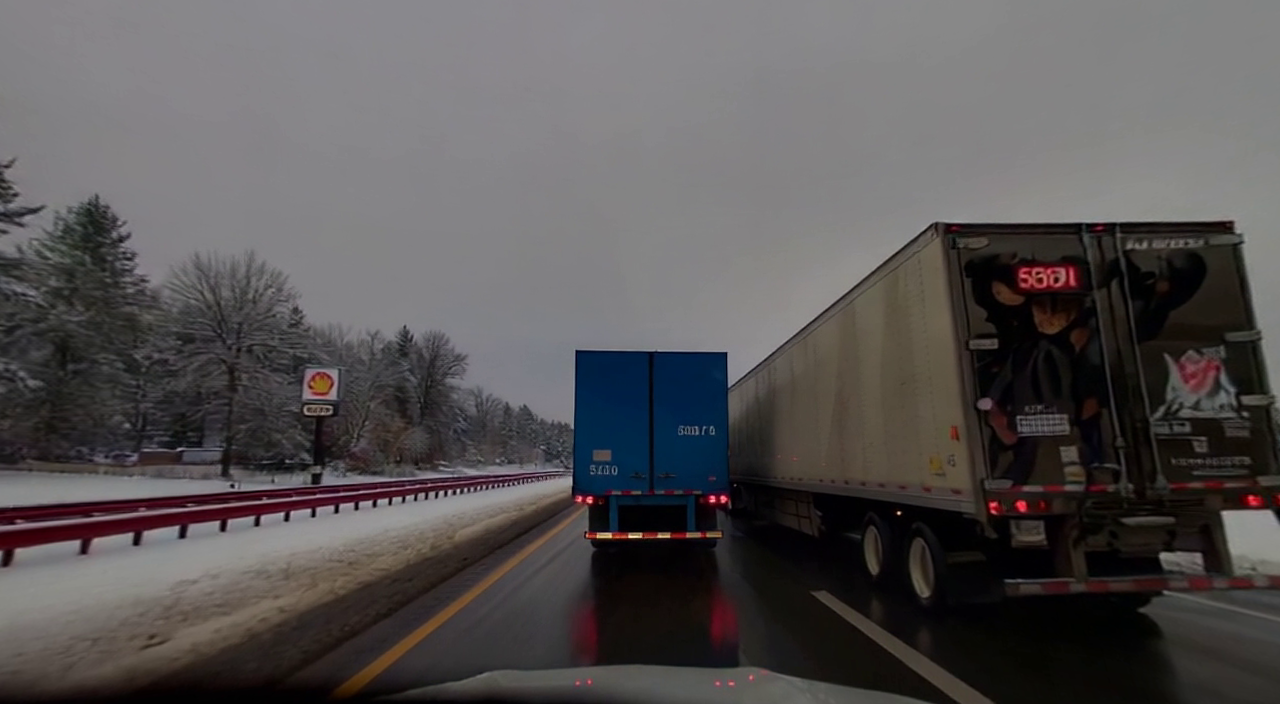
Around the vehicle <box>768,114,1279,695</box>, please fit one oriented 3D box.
[{"bbox_3d":[4.316,1.046,8.620,2.936,3.640,9.443,1,-10,-1],"label":"vehicle"}]

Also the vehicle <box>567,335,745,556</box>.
[{"bbox_3d":[0.264,2.150,13.847,2.618,3.306,8.676,1,-10,0],"label":"vehicle"}]
